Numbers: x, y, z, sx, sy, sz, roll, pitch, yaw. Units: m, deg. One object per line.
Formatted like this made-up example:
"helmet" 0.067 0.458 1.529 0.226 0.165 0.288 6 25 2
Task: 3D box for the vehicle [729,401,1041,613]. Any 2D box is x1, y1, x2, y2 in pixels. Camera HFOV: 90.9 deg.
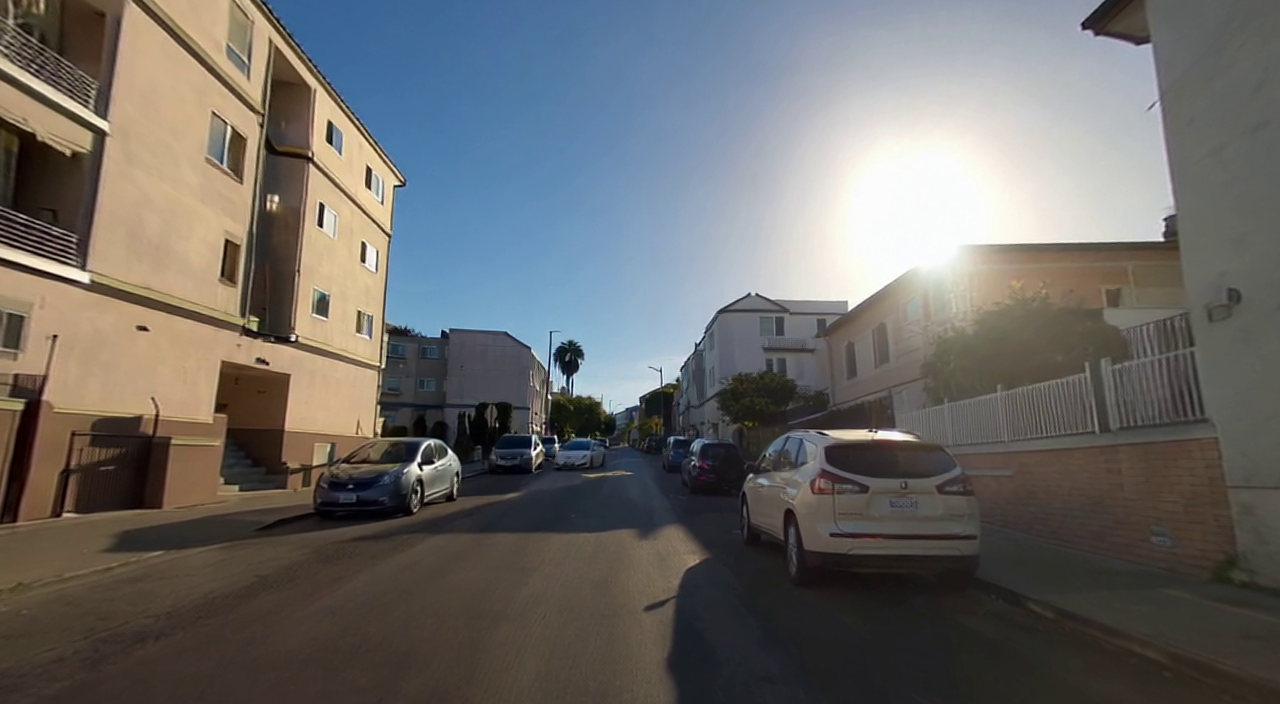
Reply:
"vehicle" 2.245 1.506 7.073 1.839 1.678 3.918 0 -8 -1

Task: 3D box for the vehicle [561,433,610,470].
"vehicle" -2.375 4.414 28.179 1.845 1.544 3.388 0 -8 0

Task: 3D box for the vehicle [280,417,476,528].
"vehicle" -4.549 2.189 11.800 1.883 1.499 4.426 6 -10 -3

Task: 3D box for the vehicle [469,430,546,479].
"vehicle" -4.830 3.809 23.480 1.942 1.521 3.761 5 -9 0

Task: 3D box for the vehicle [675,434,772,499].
"vehicle" 1.998 2.871 16.337 1.786 1.447 4.314 0 -8 -2
